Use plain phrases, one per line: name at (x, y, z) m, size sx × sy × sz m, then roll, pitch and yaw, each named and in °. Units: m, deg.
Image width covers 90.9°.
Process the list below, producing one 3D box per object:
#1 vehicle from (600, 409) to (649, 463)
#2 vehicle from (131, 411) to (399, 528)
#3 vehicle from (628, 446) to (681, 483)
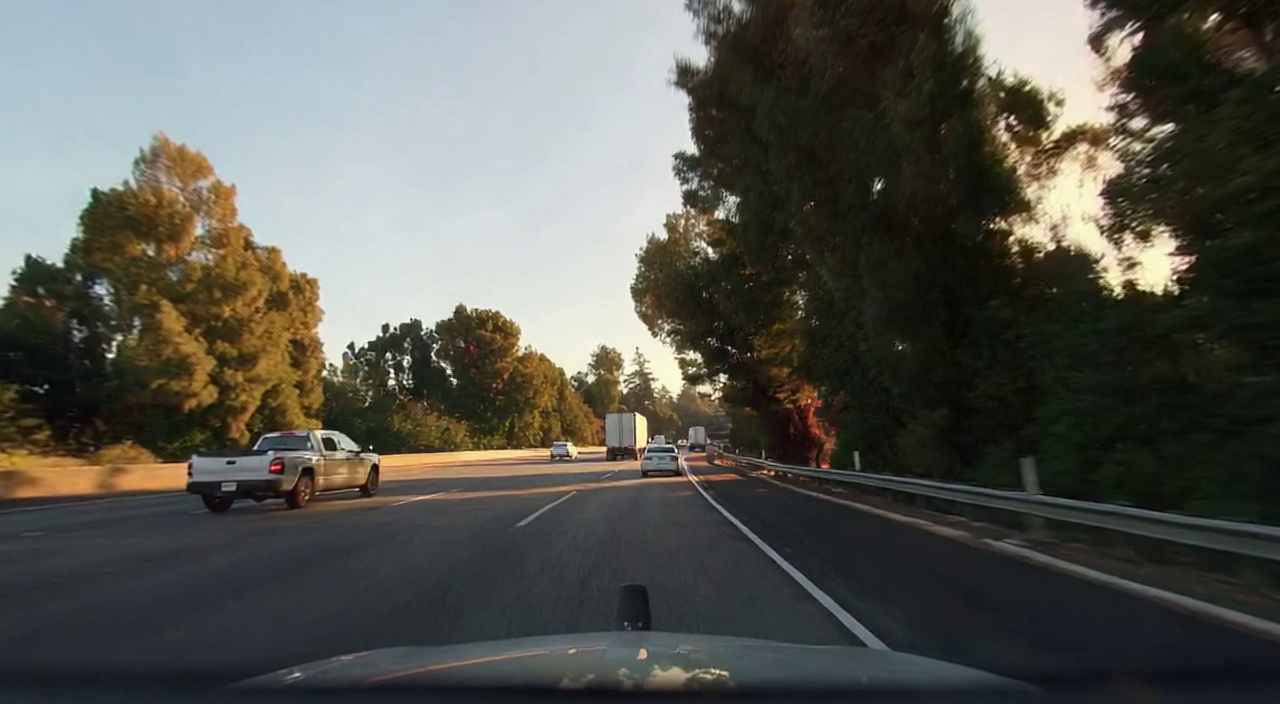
vehicle at (-1.061, 6.722, 49.932) m, size 2.973 × 3.896 × 8.430 m, roll -1°, pitch -9°, yaw 5°
vehicle at (-6.872, 2.224, 12.437) m, size 2.142 × 1.833 × 4.854 m, roll 0°, pitch -9°, yaw 2°
vehicle at (0.631, 4.534, 25.738) m, size 1.984 × 1.365 × 3.767 m, roll -1°, pitch -9°, yaw 3°
